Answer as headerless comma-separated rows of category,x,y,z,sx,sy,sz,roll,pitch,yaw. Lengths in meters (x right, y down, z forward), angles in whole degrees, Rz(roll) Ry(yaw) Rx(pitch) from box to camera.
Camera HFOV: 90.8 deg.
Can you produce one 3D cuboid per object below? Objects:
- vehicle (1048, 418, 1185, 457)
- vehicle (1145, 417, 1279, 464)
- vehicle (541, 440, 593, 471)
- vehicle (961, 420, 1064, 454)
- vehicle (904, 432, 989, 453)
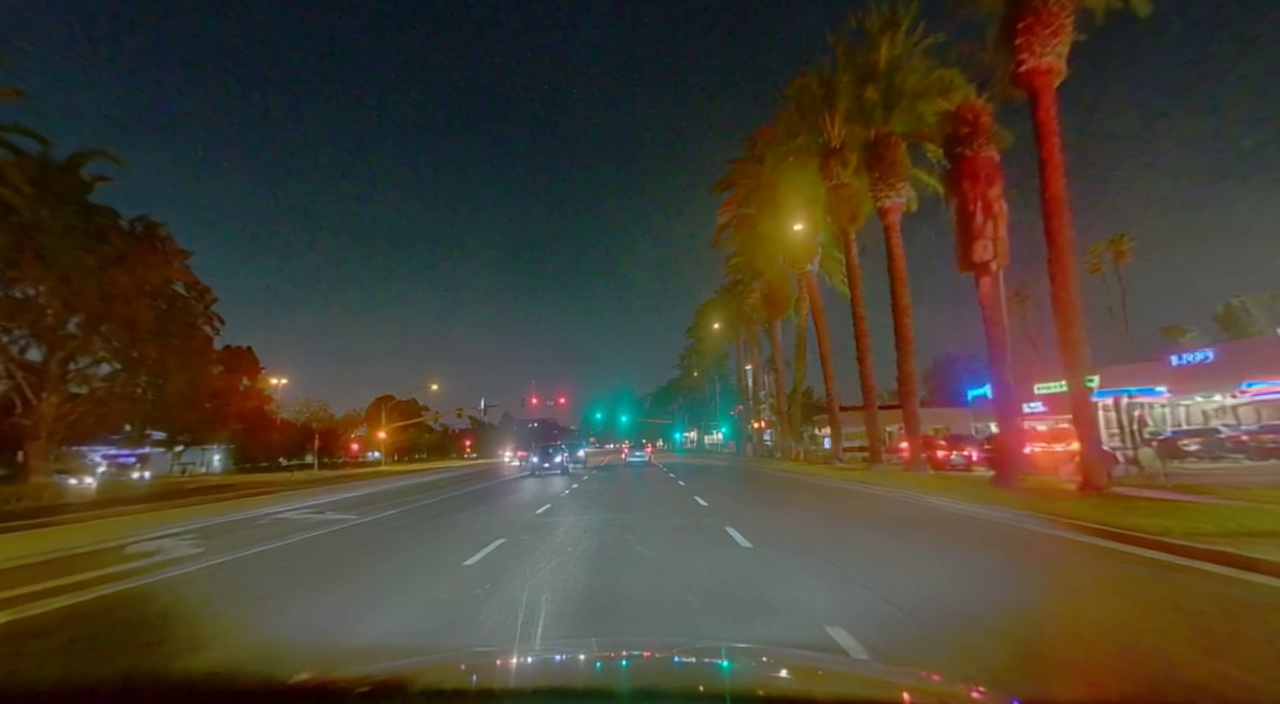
vehicle,21.632,3.953,28.935,4.600,1.677,1.980,-5,-10,26
vehicle,21.449,3.206,22.869,4.505,1.584,2.015,-5,-10,27
vehicle,-3.673,5.302,32.476,2.181,1.483,4.123,0,-9,0
vehicle,20.899,4.845,35.678,4.753,1.809,2.016,-5,-10,28
vehicle,22.015,6.527,45.469,5.080,1.423,1.919,-9,-12,44
